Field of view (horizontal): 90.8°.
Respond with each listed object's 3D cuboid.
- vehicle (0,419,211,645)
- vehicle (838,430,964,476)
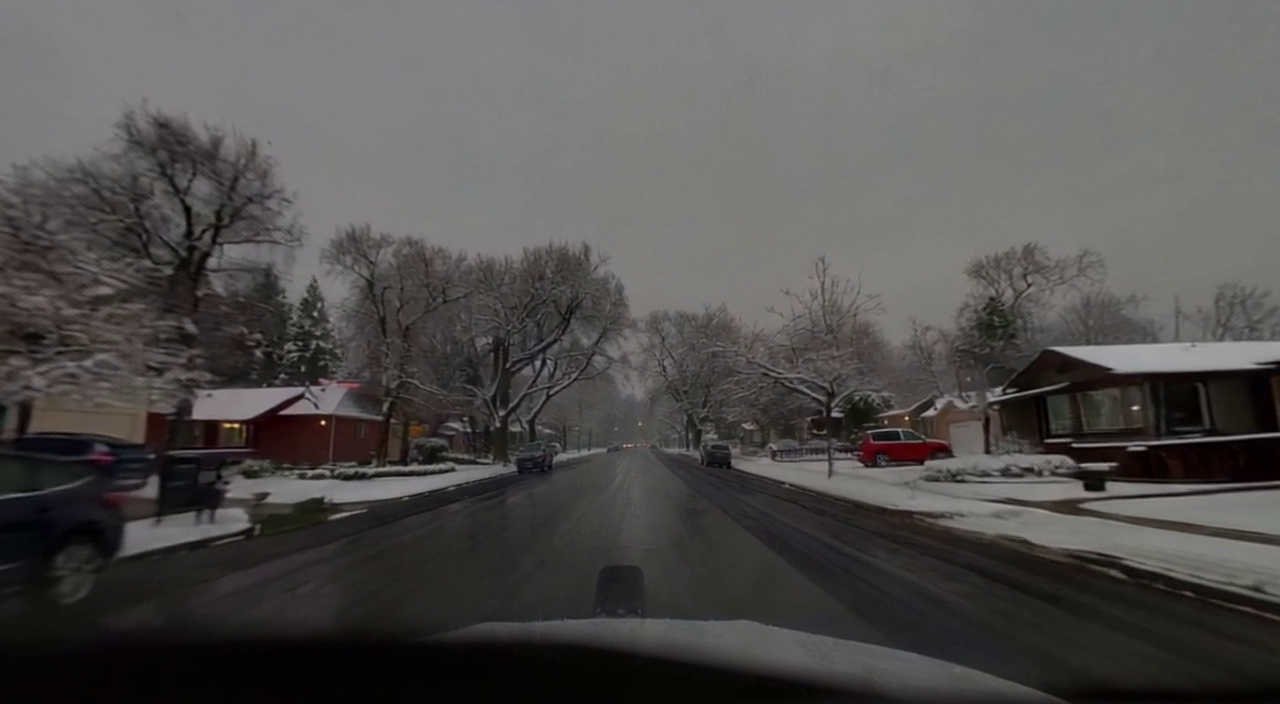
[{"bbox_3d":[-5.608,1.321,4.632,1.944,1.621,4.187,-1,-9,0],"label":"vehicle"},{"bbox_3d":[11.291,4.363,27.483,4.626,1.880,1.980,1,-9,-9],"label":"vehicle"}]
